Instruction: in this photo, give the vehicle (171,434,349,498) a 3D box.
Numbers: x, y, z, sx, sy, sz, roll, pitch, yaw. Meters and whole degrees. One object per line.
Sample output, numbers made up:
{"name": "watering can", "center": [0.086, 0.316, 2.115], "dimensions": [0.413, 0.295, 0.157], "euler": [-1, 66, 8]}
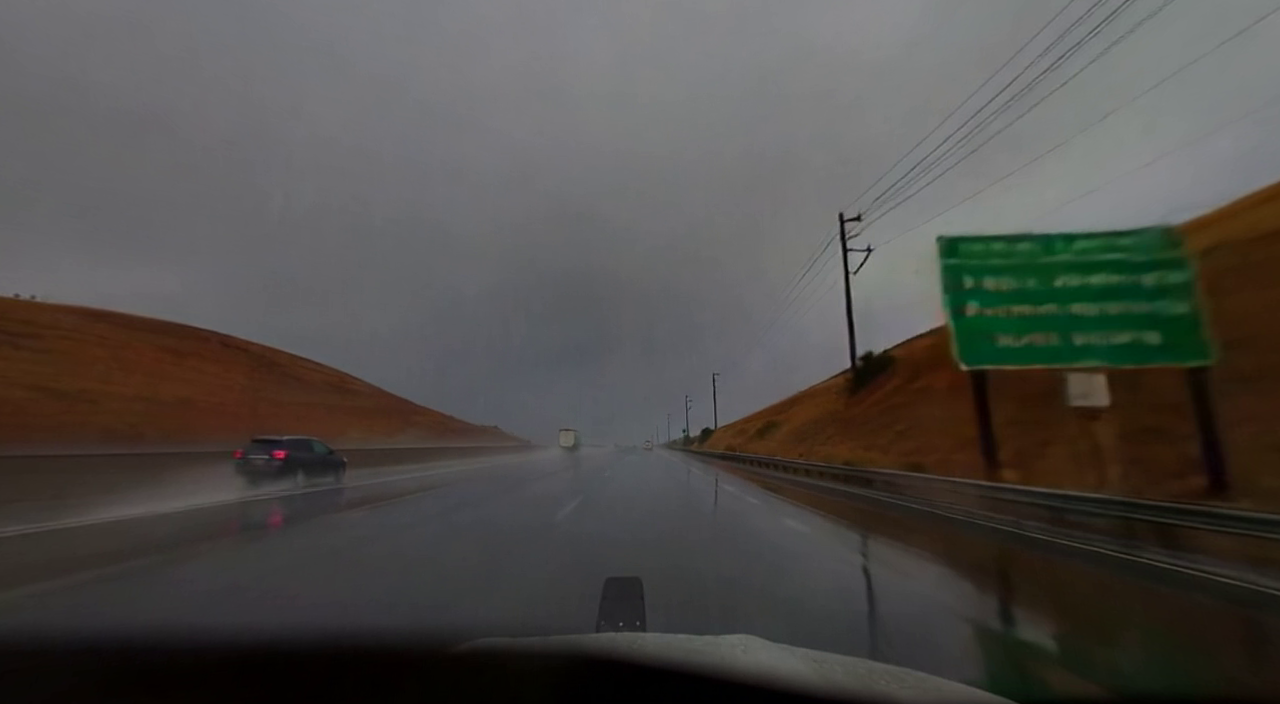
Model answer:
{"name": "vehicle", "center": [-10.553, 3.182, 18.045], "dimensions": [1.971, 1.558, 4.847], "euler": [0, -9, 1]}
